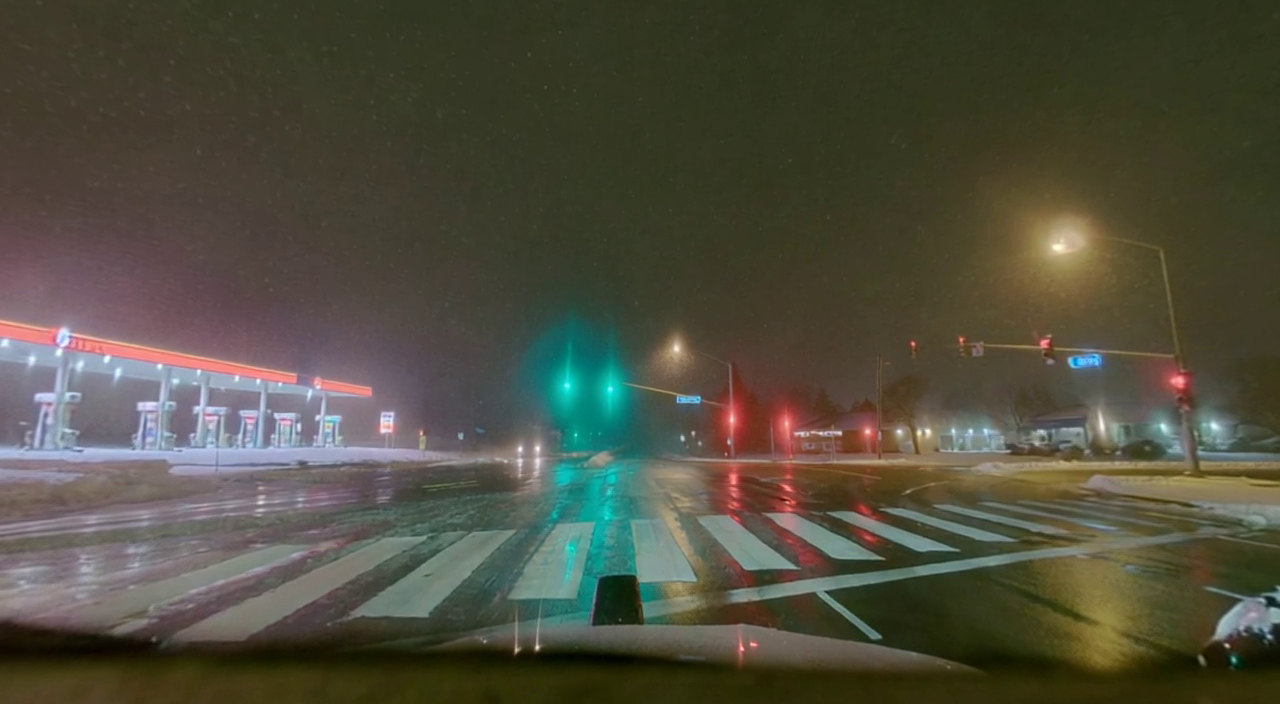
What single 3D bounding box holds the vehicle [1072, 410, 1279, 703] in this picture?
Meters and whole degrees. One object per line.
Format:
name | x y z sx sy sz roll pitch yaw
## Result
vehicle | 3.312 0.749 1.035 2.023 1.437 4.477 0 -8 0
